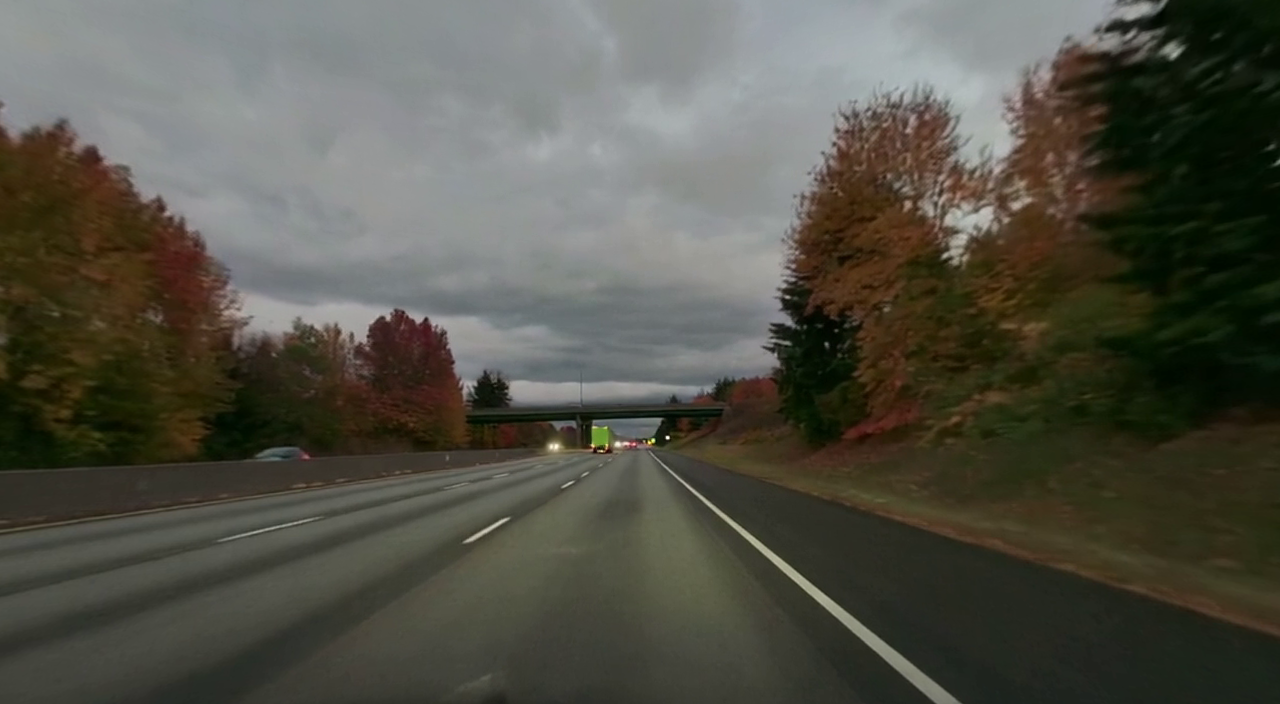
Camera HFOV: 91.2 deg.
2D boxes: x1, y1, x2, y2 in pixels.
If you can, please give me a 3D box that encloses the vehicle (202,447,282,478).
[{"bbox_3d":[-22.049,6.117,34.983,1.887,1.499,4.235,1,-8,-3],"label":"vehicle"}]
